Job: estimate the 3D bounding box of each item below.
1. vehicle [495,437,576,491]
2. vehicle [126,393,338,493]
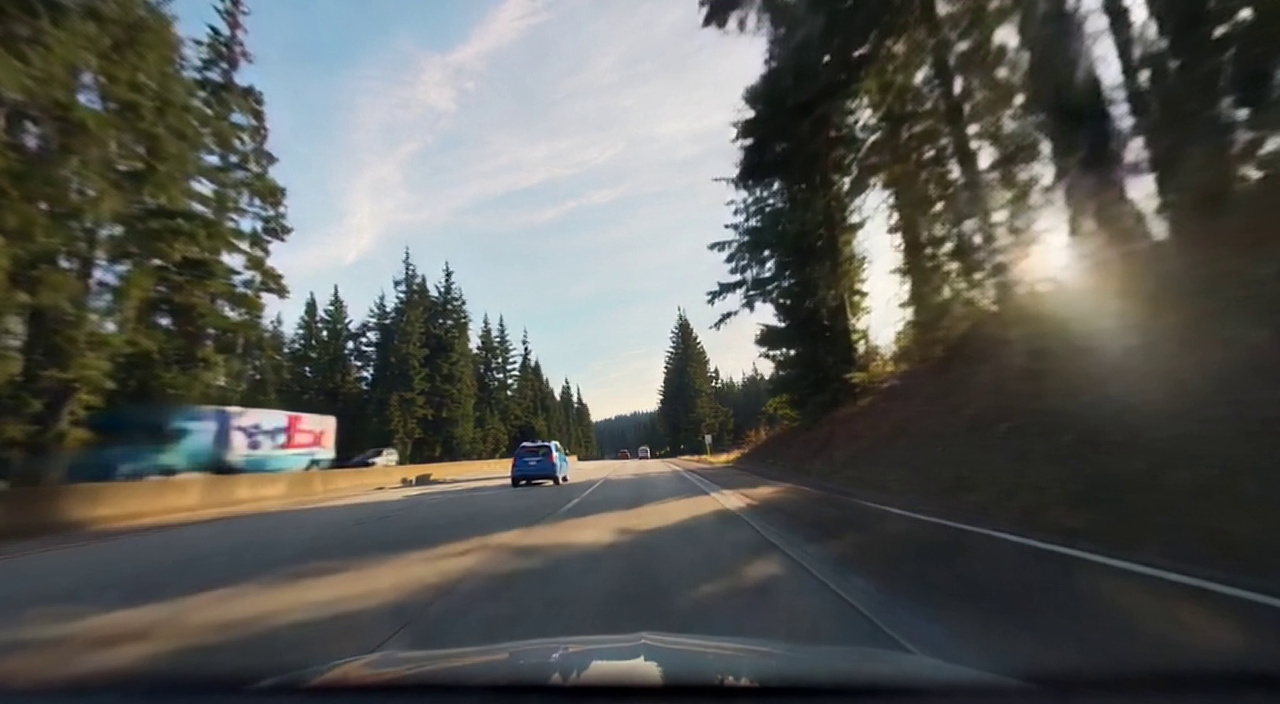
[{"bbox_3d":[-3.672,4.012,22.932,2.084,1.752,4.479,0,-9,2],"label":"vehicle"},{"bbox_3d":[-17.718,4.152,28.496,3.218,3.782,9.130,0,-9,1],"label":"vehicle"}]
